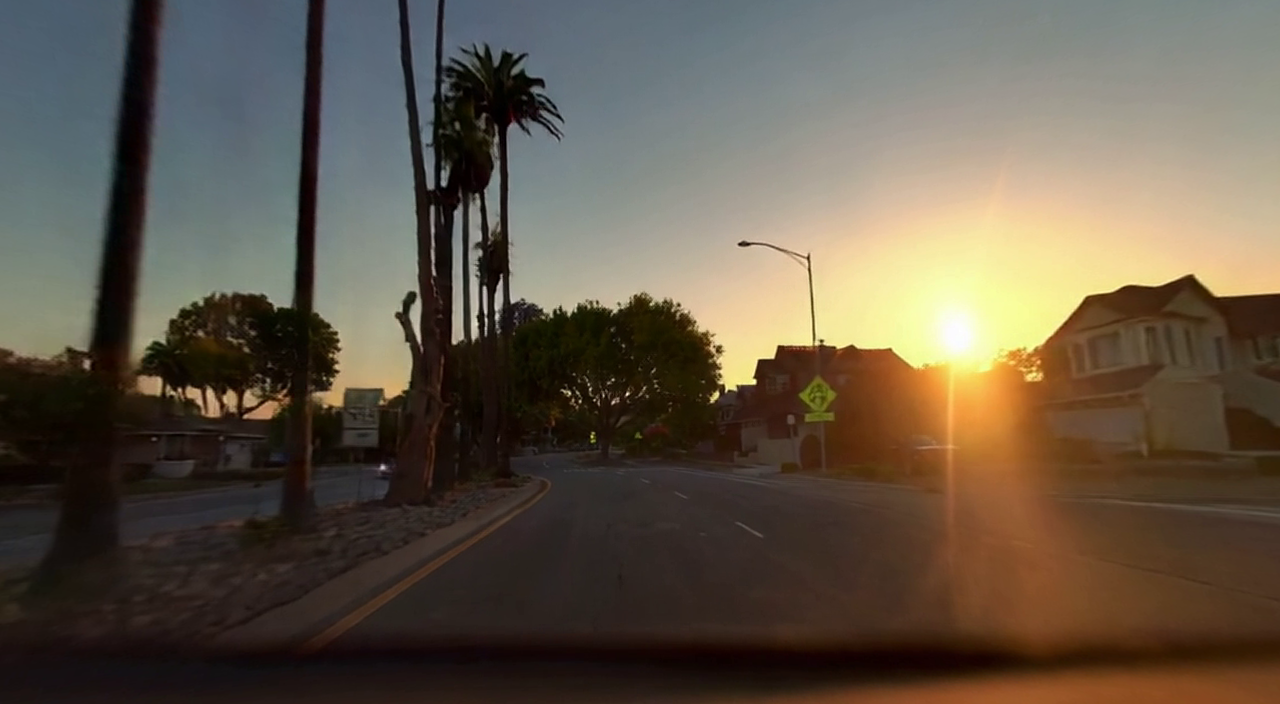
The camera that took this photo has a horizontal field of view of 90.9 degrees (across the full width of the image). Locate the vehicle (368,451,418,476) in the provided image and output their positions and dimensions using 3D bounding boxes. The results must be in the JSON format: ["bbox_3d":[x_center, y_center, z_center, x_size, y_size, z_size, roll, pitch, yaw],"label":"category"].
[{"bbox_3d":[-15.801,7.117,40.523,1.965,1.492,4.498,1,-9,-8],"label":"vehicle"}]
